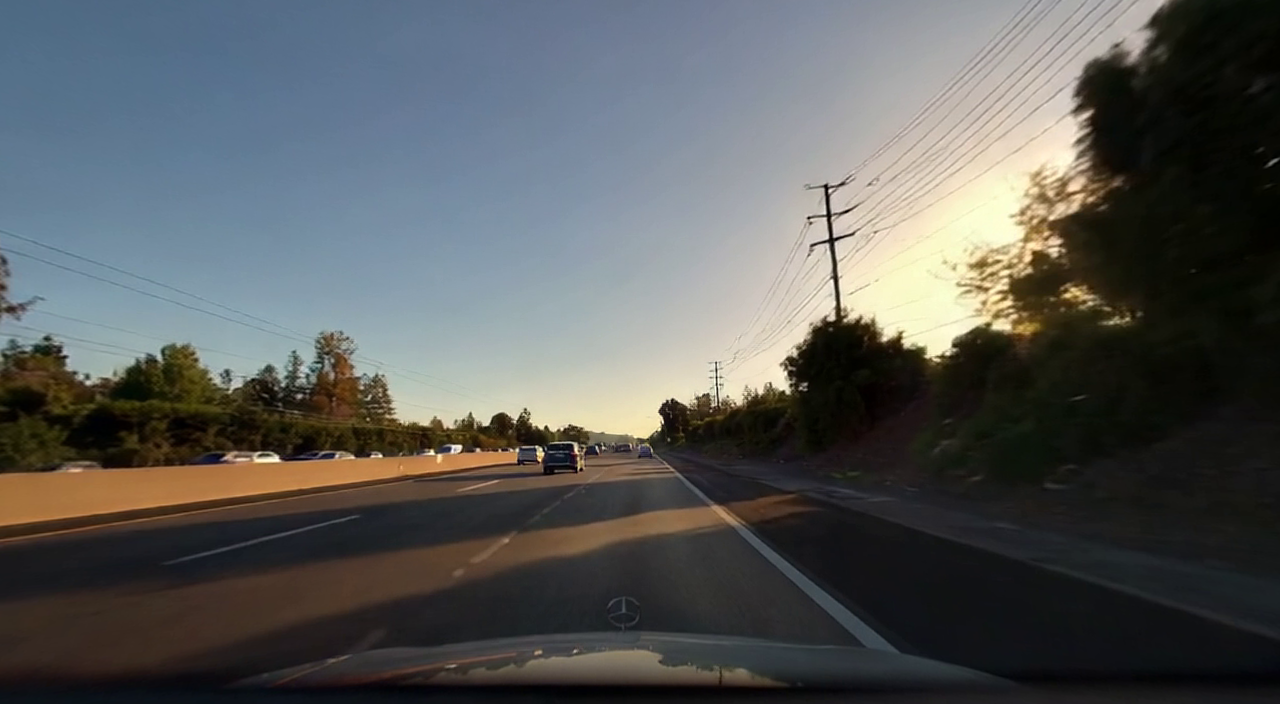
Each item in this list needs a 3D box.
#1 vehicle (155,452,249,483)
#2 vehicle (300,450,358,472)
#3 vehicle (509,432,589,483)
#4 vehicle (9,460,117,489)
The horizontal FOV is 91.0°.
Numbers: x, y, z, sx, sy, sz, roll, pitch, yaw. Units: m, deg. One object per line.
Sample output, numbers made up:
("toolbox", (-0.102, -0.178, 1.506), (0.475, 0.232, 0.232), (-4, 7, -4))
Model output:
("vehicle", (-24.191, 6.375, 34.978), (1.918, 1.568, 4.469), (0, -9, 1))
("vehicle", (-24.338, 8.547, 49.474), (1.969, 1.643, 4.768), (0, -9, 1))
("vehicle", (-3.719, 4.473, 26.921), (2.577, 1.939, 5.408), (0, -9, 1))
("vehicle", (-32.443, 6.871, 35.599), (1.842, 1.472, 4.518), (0, -9, 0))
